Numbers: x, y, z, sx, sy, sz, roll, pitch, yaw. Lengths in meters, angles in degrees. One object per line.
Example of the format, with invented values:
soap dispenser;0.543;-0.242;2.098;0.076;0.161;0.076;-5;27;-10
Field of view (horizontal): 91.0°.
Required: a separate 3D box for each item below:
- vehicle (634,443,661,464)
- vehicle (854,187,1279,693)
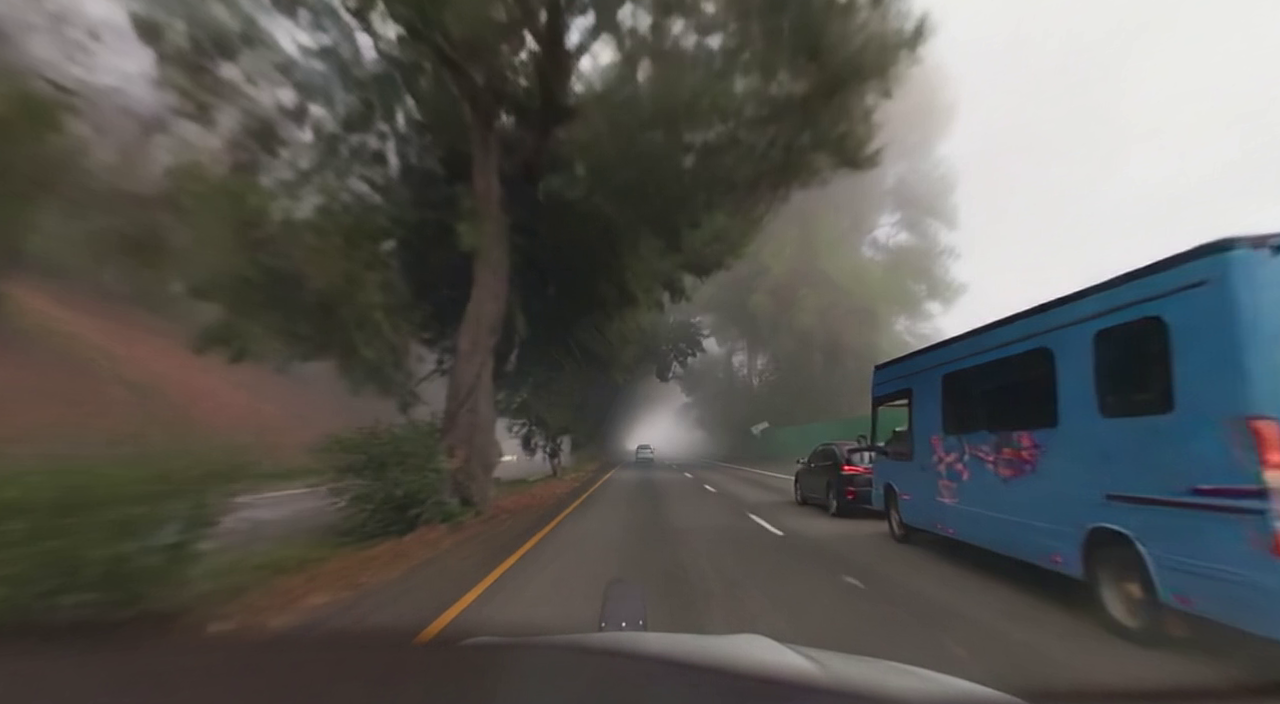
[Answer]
vehicle;0.530;7.911;49.391;2.030;1.572;4.067;0;-8;0
vehicle;4.732;0.881;6.178;2.712;2.659;6.992;0;-8;0
